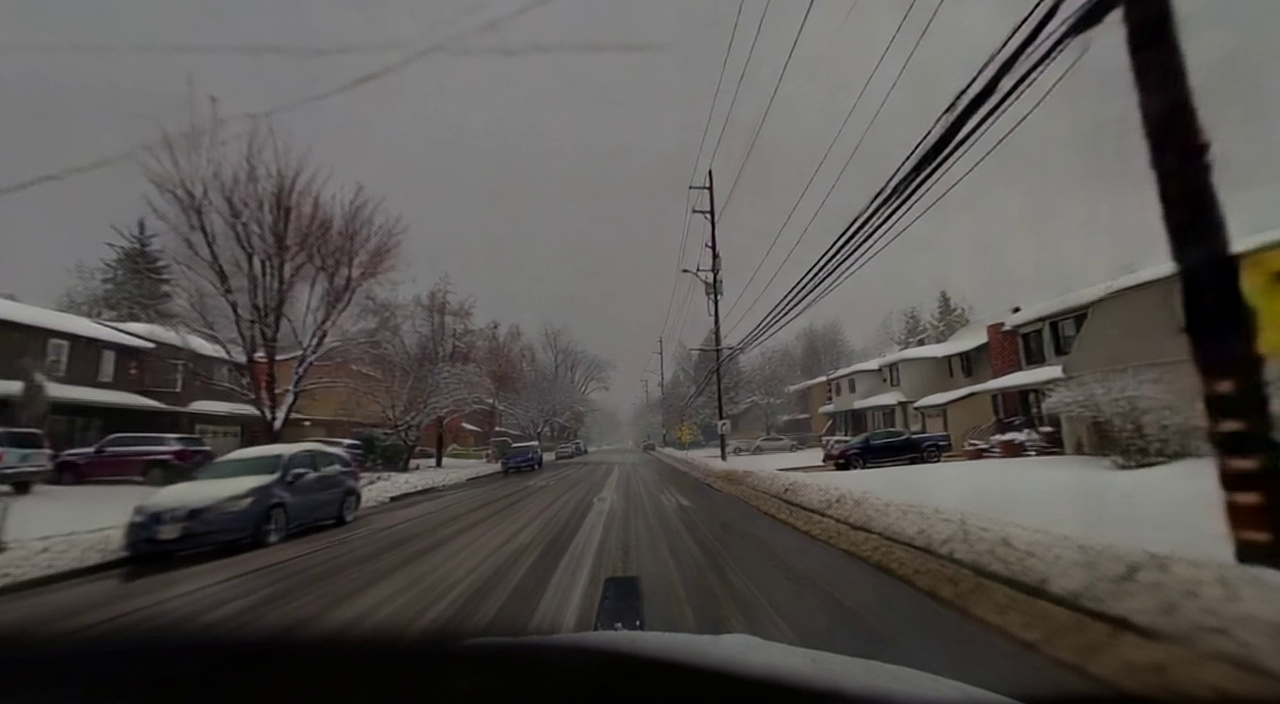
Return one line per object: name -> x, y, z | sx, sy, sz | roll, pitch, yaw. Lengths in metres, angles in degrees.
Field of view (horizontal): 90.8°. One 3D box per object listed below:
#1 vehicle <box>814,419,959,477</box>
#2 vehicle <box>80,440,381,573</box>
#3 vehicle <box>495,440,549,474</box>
vehicle -> 9.790, 3.830, 25.375 | 4.822, 1.864, 2.100 | -4, -8, -5
vehicle -> -6.294, 2.346, 10.578 | 2.022, 1.550, 4.669 | -4, -8, -1
vehicle -> -6.808, 6.109, 36.973 | 2.162, 1.757, 5.201 | -2, -8, 0
